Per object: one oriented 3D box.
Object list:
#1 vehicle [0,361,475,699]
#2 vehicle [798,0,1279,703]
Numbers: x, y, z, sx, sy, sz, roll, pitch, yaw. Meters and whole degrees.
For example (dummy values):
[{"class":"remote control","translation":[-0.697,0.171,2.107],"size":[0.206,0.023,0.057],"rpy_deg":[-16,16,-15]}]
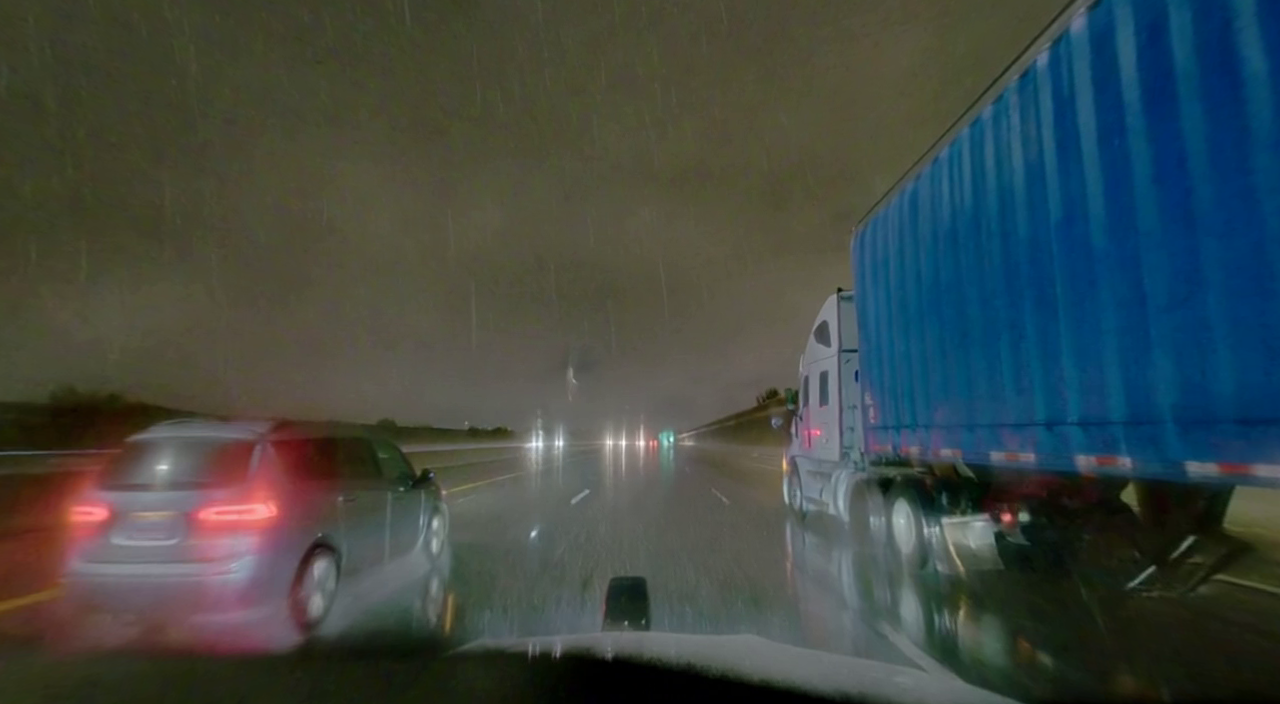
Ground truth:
[{"class":"vehicle","translation":[-3.222,1.226,5.606],"size":[2.189,1.707,4.692],"rpy_deg":[0,-8,1]},{"class":"vehicle","translation":[3.922,-0.289,2.825],"size":[2.989,4.067,13.991],"rpy_deg":[0,-8,1]}]
